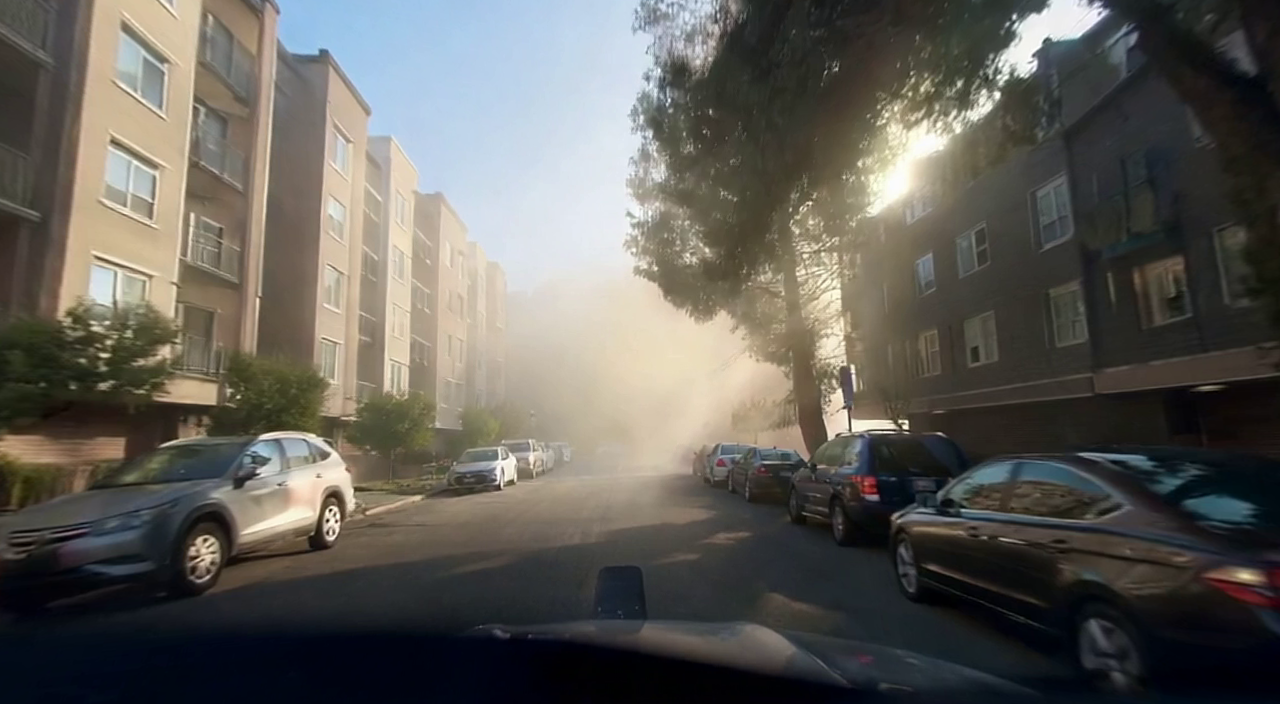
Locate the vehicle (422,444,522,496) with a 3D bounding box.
[{"bbox_3d":[-5.447,3.874,21.272,2.119,1.500,4.953,0,-8,-1],"label":"vehicle"}]

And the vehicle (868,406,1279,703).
[{"bbox_3d":[3.389,1.174,3.848,2.020,1.499,4.579,1,-8,-4],"label":"vehicle"}]

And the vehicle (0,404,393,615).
[{"bbox_3d":[-5.432,1.782,8.316,2.244,1.849,5.306,0,-8,-1],"label":"vehicle"}]
